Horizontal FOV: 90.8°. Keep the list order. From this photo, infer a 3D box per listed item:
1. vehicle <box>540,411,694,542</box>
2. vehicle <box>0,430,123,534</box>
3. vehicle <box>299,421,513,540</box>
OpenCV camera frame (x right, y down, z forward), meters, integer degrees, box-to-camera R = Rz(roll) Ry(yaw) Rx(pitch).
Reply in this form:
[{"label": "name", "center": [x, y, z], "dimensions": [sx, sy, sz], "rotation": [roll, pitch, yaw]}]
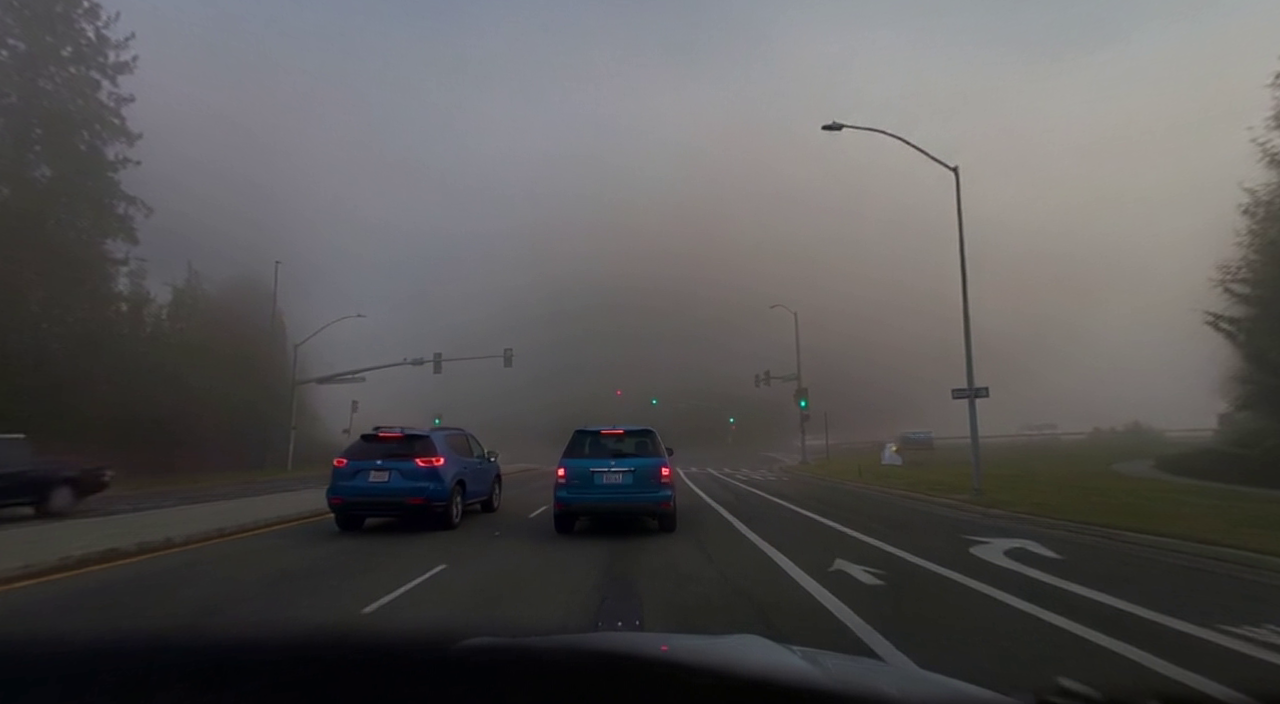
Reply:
[{"label": "vehicle", "center": [-0.278, 2.079, 11.313], "dimensions": [2.131, 1.793, 5.016], "rotation": [0, -8, 1]}, {"label": "vehicle", "center": [-11.264, 2.082, 10.114], "dimensions": [2.070, 1.635, 4.559], "rotation": [0, -8, 0]}, {"label": "vehicle", "center": [-3.797, 2.150, 11.282], "dimensions": [2.009, 1.673, 4.454], "rotation": [0, -8, 1]}]
